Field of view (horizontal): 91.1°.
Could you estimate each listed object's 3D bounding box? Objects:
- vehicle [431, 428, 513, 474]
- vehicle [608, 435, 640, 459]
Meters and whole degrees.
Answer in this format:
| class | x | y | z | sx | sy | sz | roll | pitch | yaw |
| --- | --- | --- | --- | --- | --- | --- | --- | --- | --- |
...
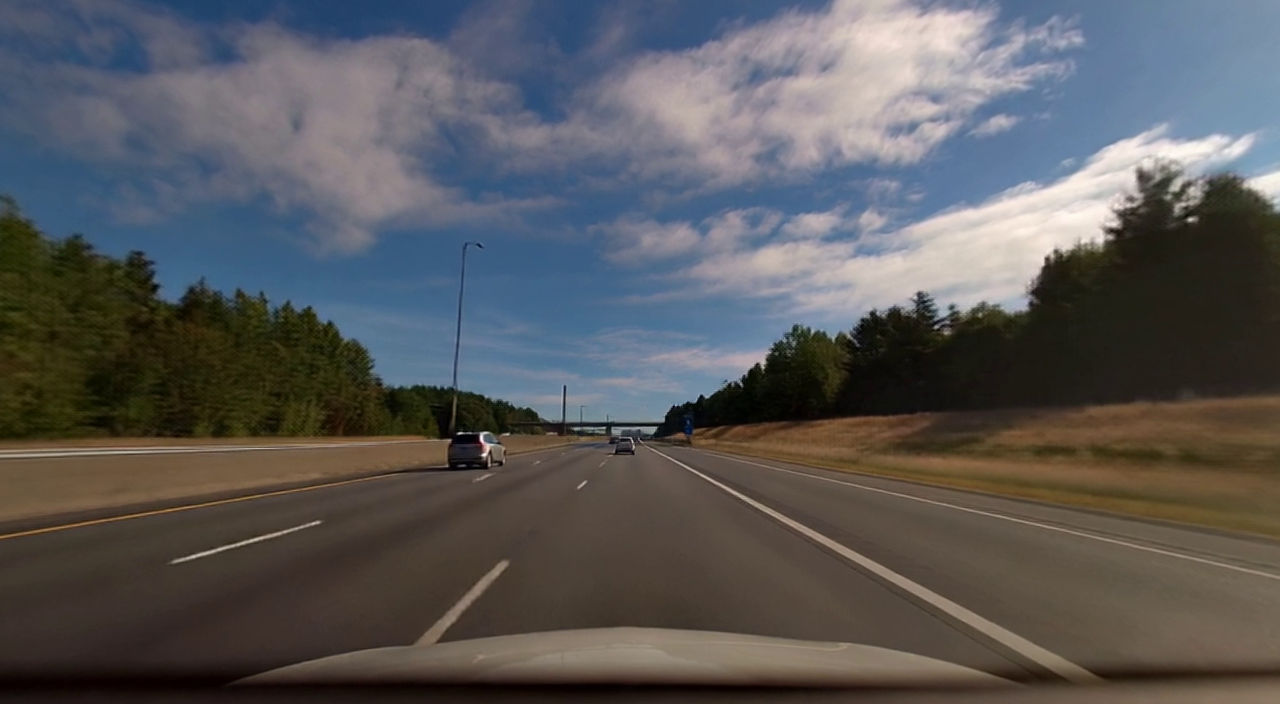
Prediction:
| class | x | y | z | sx | sy | sz | roll | pitch | yaw |
| --- | --- | --- | --- | --- | --- | --- | --- | --- | --- |
| vehicle | -6.751 | 4.007 | 25.829 | 2.111 | 1.689 | 4.505 | 0 | -8 | 0 |
| vehicle | -1.013 | 6.264 | 41.747 | 2.010 | 1.534 | 4.013 | 0 | -8 | 0 |
